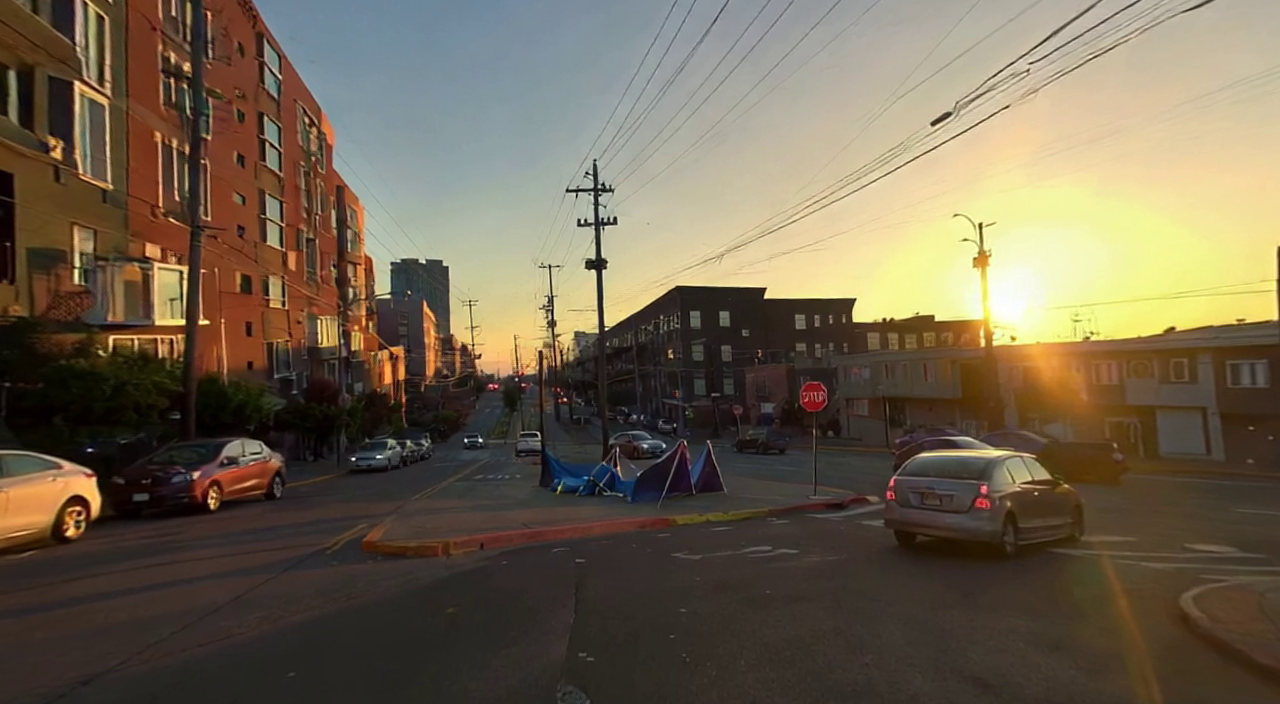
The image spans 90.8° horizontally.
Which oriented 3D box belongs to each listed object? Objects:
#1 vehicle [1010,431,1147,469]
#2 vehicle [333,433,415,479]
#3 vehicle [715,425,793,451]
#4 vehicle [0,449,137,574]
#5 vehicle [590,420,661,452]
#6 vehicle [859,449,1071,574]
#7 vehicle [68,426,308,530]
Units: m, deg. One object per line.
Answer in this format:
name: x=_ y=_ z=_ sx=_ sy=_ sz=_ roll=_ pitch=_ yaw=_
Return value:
vehicle: x=18.904 y=4.251 z=27.434 sx=1.790 sy=1.468 sz=4.422 roll=6 pitch=-11 yaw=-38
vehicle: x=-11.656 y=4.573 z=28.118 sx=2.054 sy=1.800 sz=5.212 roll=1 pitch=-8 yaw=-8
vehicle: x=6.946 y=5.363 z=39.090 sx=2.089 sy=1.506 sz=4.641 roll=5 pitch=-10 yaw=-33
vehicle: x=-8.713 y=1.989 z=7.898 sx=1.763 sy=1.498 sz=4.483 roll=1 pitch=-9 yaw=-10
vehicle: x=-1.060 y=5.598 z=41.850 sx=2.152 sy=1.970 sz=5.506 roll=5 pitch=-10 yaw=-32
vehicle: x=5.709 y=2.530 z=10.883 sx=1.945 sy=1.647 sz=4.160 roll=-9 pitch=-12 yaw=44
vehicle: x=-9.430 y=2.629 z=13.925 sx=1.934 sy=1.798 sz=5.317 roll=1 pitch=-8 yaw=-8
